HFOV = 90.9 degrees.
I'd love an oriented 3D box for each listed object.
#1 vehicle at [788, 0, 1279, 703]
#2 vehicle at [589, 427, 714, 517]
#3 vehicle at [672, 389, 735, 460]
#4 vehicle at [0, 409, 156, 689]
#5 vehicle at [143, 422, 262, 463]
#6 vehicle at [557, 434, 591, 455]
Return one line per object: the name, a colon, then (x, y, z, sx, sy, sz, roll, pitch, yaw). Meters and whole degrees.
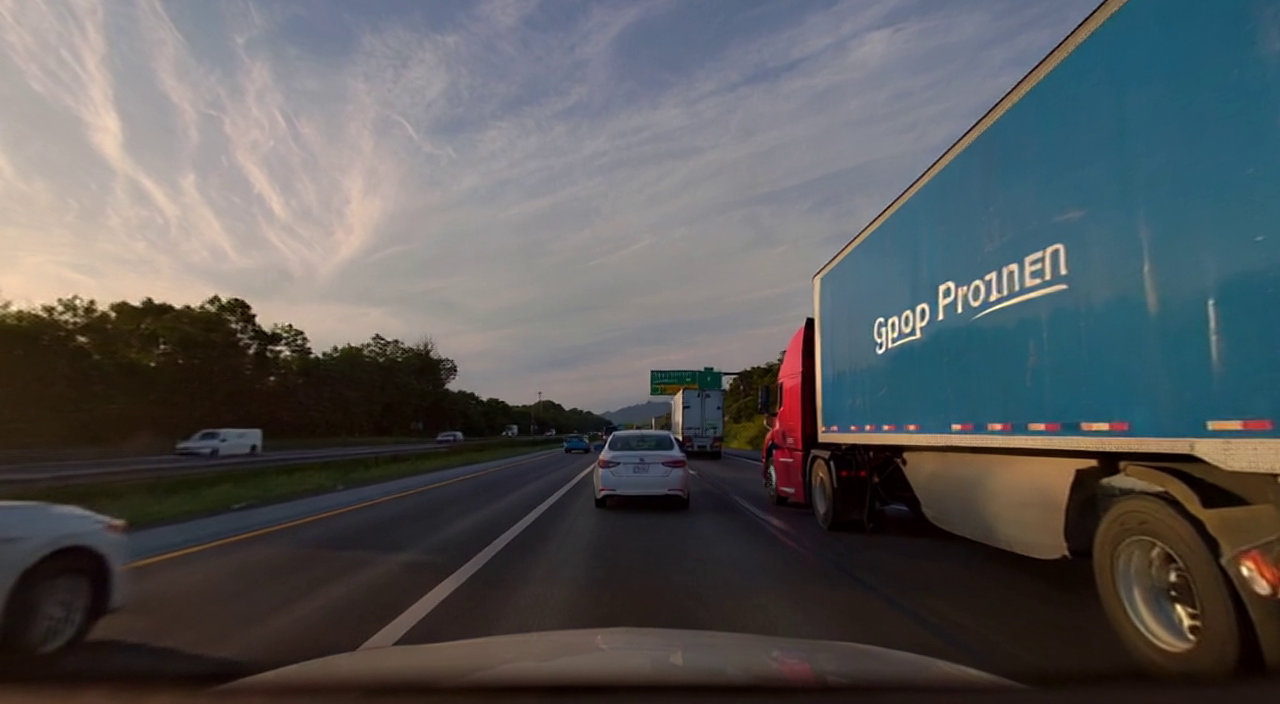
vehicle: (4.158, -0.082, 4.315, 2.816, 4.070, 14.136, 0, -8, 0)
vehicle: (0.171, 2.186, 12.010, 2.021, 1.435, 3.611, 0, -8, -1)
vehicle: (3.977, 5.078, 43.112, 2.869, 4.067, 13.731, 0, -8, 0)
vehicle: (-4.374, 0.866, 2.068, 2.048, 1.452, 4.430, 0, -8, 0)
vehicle: (-22.210, 4.630, 32.351, 2.126, 1.905, 5.320, 0, -8, 2)
vehicle: (-4.793, 6.749, 46.172, 1.983, 1.434, 4.451, 0, -8, 0)
